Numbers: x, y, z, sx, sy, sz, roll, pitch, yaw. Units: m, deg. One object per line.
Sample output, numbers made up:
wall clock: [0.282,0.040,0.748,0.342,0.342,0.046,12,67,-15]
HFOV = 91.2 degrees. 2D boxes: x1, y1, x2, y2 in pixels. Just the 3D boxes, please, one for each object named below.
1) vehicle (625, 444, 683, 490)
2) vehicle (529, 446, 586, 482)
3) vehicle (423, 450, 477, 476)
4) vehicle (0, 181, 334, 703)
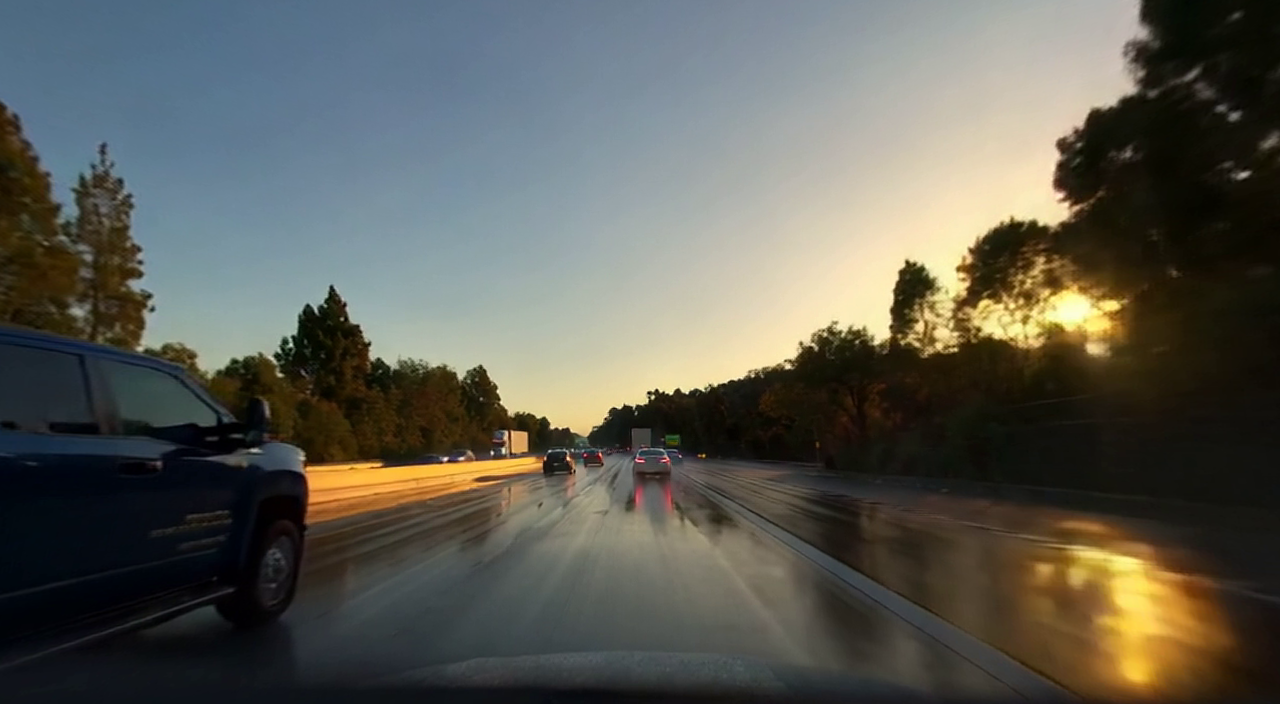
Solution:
vehicle: [0.453,4.304,23.779,2.015,1.526,4.286,0,-9,-1]
vehicle: [-3.692,5.092,28.761,1.940,1.502,4.463,0,-9,1]
vehicle: [-12.464,7.290,41.454,2.066,1.613,4.576,-1,-9,2]
vehicle: [-4.001,0.488,2.499,2.523,2.458,6.022,0,-9,0]
